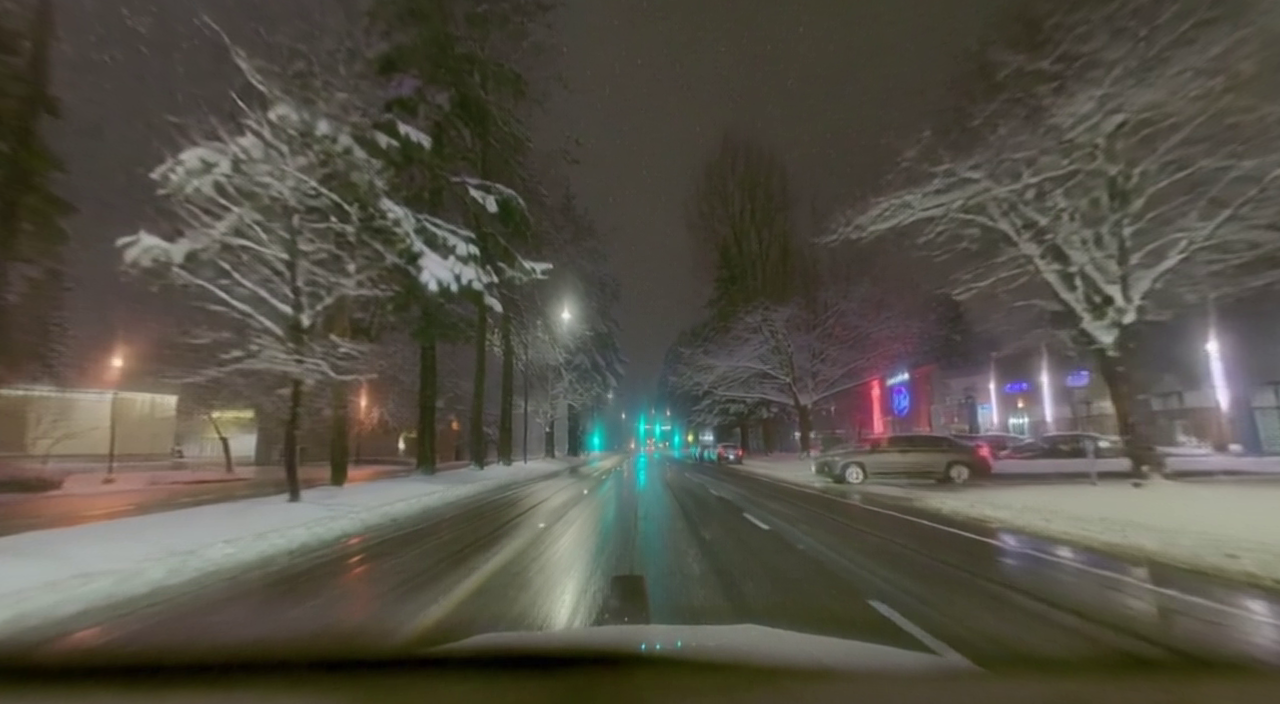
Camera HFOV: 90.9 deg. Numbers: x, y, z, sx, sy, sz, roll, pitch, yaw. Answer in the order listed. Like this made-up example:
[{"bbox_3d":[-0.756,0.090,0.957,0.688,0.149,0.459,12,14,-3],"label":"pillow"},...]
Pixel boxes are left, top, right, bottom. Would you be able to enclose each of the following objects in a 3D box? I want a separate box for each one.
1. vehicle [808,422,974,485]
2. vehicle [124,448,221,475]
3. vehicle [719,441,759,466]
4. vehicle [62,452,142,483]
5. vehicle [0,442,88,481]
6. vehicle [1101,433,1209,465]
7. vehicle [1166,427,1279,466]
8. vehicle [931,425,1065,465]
[{"bbox_3d":[9.116,3.733,23.363,5.329,2.114,2.325,-3,-9,18],"label":"vehicle"},{"bbox_3d":[-32.594,7.630,44.053,4.923,1.843,2.179,0,-8,0],"label":"vehicle"},{"bbox_3d":[7.267,7.504,46.669,2.084,1.736,4.754,0,-8,-1],"label":"vehicle"},{"bbox_3d":[-38.744,8.311,45.549,1.904,2.047,4.395,0,-8,-2],"label":"vehicle"},{"bbox_3d":[-32.963,5.818,33.574,4.895,1.947,2.182,0,-8,-1],"label":"vehicle"},{"bbox_3d":[29.730,5.600,36.488,4.342,1.713,2.036,-1,-8,2],"label":"vehicle"},{"bbox_3d":[29.251,4.655,31.132,4.641,1.816,1.954,0,-8,2],"label":"vehicle"},{"bbox_3d":[16.738,4.386,29.709,4.897,1.739,2.259,-1,-8,2],"label":"vehicle"}]
